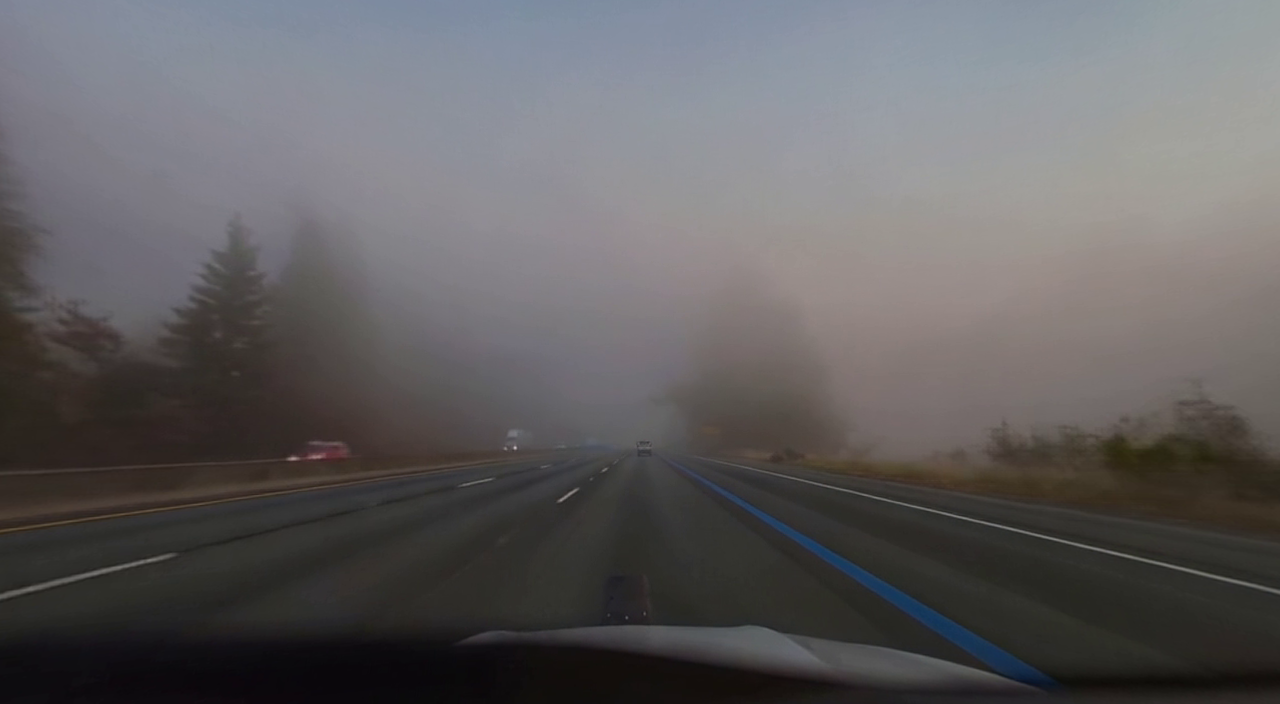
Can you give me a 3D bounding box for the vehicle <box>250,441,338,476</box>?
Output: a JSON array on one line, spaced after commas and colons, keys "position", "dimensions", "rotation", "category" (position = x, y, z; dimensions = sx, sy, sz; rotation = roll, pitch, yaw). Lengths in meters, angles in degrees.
[{"position": [-18.093, 5.559, 33.178], "dimensions": [1.933, 1.671, 4.623], "rotation": [0, -8, 1], "category": "vehicle"}]
